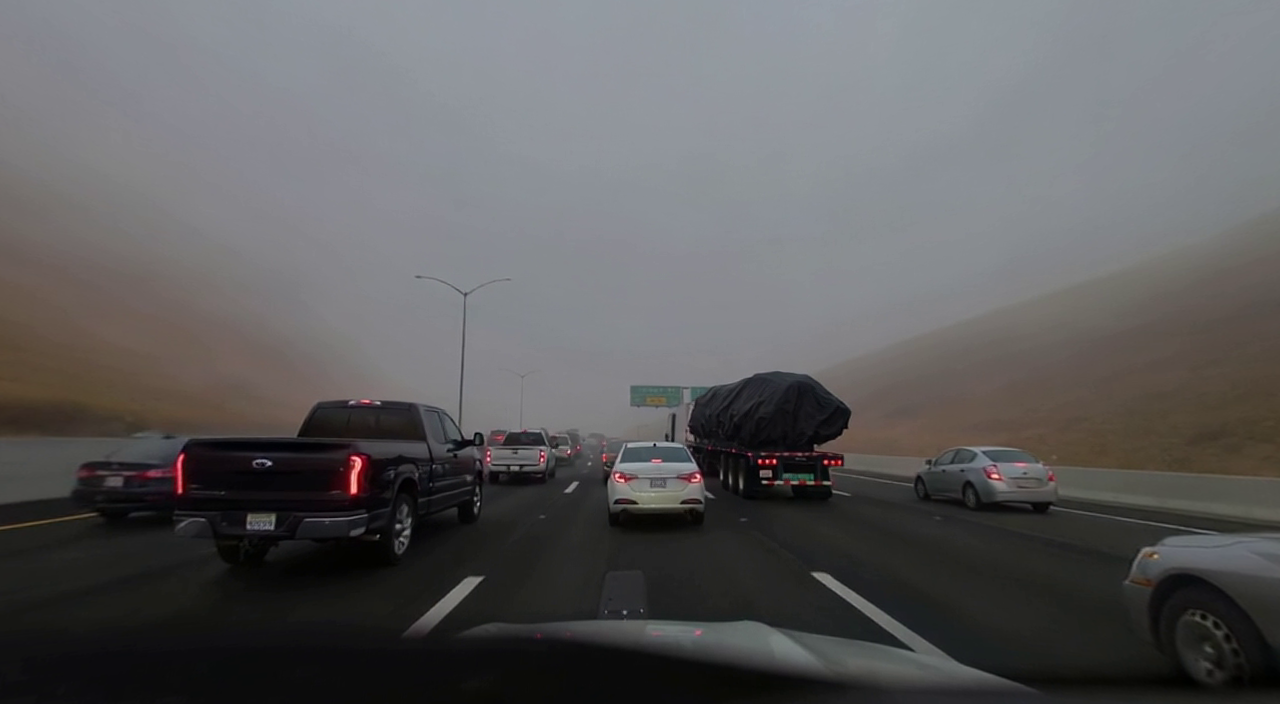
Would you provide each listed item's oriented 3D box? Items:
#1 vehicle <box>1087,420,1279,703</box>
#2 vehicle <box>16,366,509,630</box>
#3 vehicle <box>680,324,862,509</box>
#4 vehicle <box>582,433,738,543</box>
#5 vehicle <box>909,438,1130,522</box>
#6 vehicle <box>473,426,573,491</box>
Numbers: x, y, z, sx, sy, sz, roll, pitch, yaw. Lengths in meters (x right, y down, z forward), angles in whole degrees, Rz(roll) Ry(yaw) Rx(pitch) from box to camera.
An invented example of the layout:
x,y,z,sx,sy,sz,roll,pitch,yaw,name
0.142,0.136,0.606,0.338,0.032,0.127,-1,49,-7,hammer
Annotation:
x,y,z,sx,sy,sz,roll,pitch,yaw,name
3.579,0.800,1.102,2.169,1.447,4.817,0,-8,2,vehicle
-3.289,1.432,7.307,2.318,1.902,5.374,0,-8,1,vehicle
3.236,2.182,19.525,2.759,4.098,10.906,0,-8,-3,vehicle
0.232,2.128,10.567,2.105,1.471,3.978,0,-8,-1,vehicle
7.783,2.621,13.564,2.092,1.495,4.194,0,-8,0,vehicle
-3.573,3.387,20.390,2.348,1.821,5.061,0,-8,-1,vehicle
